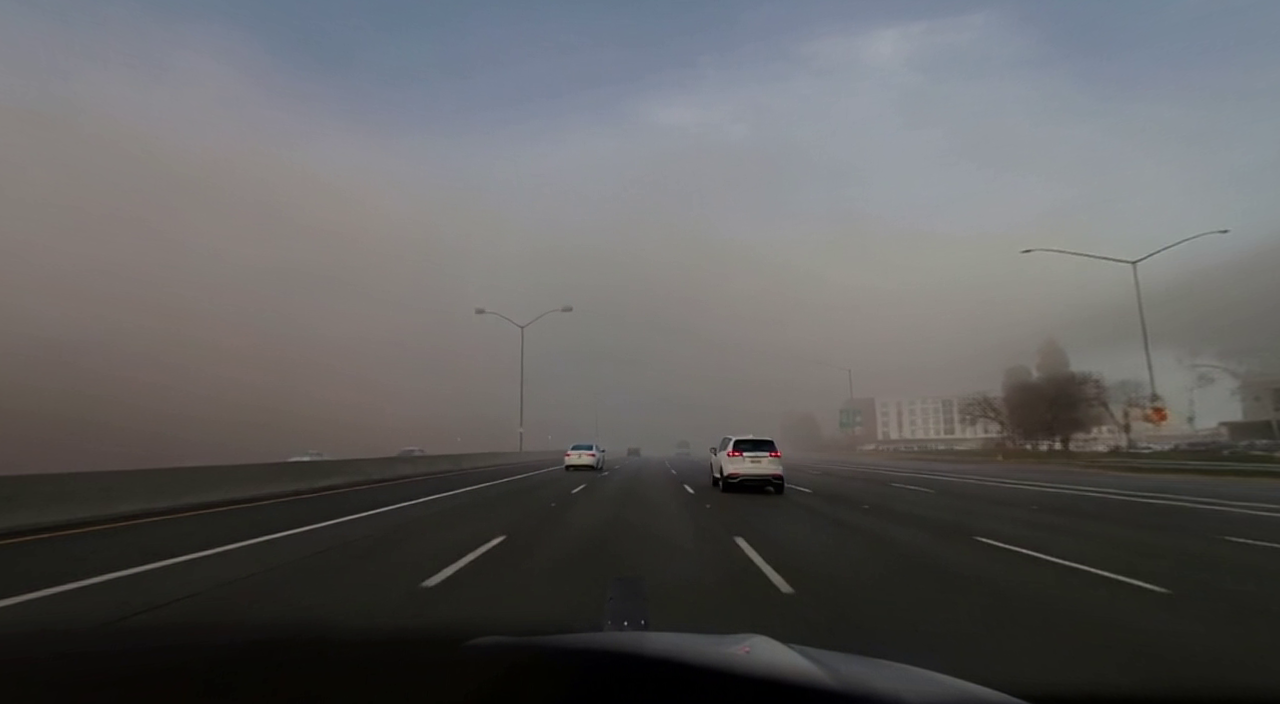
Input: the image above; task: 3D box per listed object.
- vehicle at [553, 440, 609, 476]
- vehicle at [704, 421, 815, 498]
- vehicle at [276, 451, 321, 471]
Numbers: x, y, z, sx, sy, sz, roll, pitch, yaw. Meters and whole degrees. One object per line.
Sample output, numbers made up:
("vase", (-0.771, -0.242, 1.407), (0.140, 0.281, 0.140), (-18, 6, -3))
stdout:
("vehicle", (-2.714, 5.003, 30.069), (2.080, 1.542, 4.718), (-1, -8, 2))
("vehicle", (3.166, 2.990, 17.843), (2.148, 1.852, 4.835), (0, -8, 0))
("vehicle", (-25.497, 8.140, 47.194), (1.457, 1.336, 3.298), (-1, -8, 1))
